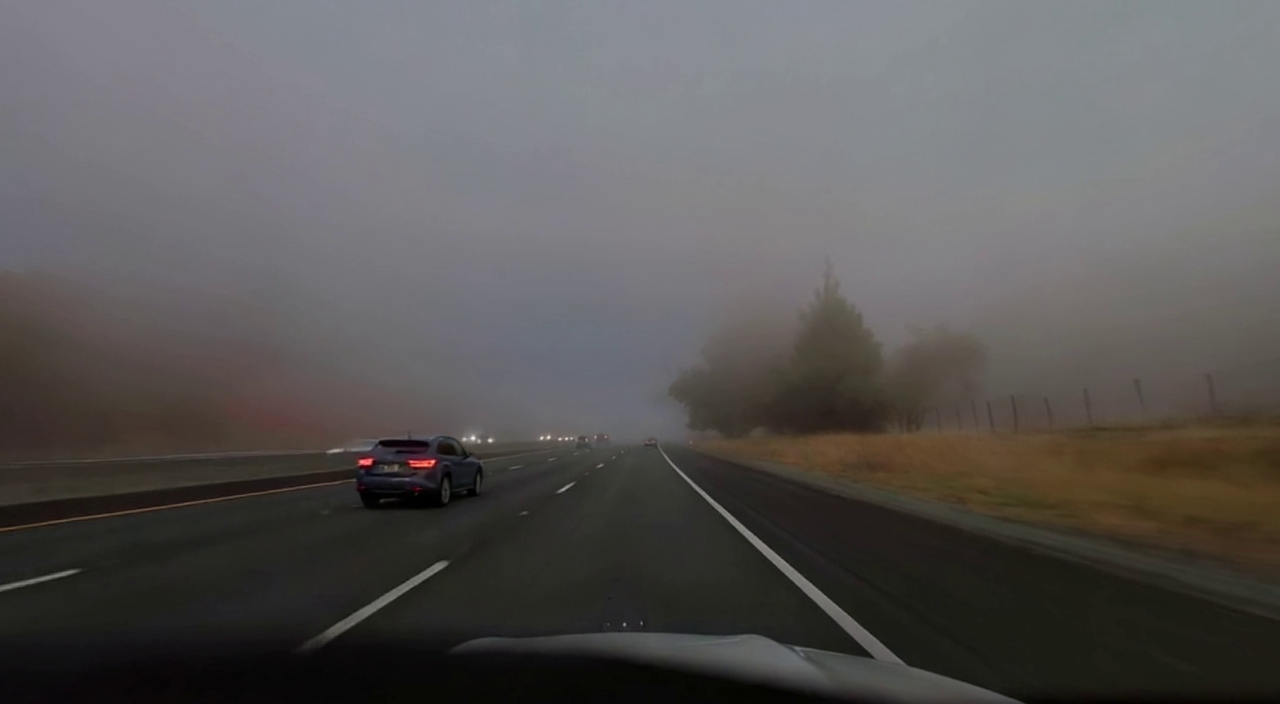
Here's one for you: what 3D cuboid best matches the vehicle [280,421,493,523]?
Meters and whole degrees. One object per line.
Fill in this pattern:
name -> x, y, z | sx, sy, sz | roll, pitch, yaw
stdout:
vehicle -> -4.482, 2.203, 12.151 | 2.071, 1.556, 4.729 | 0, -8, 1
